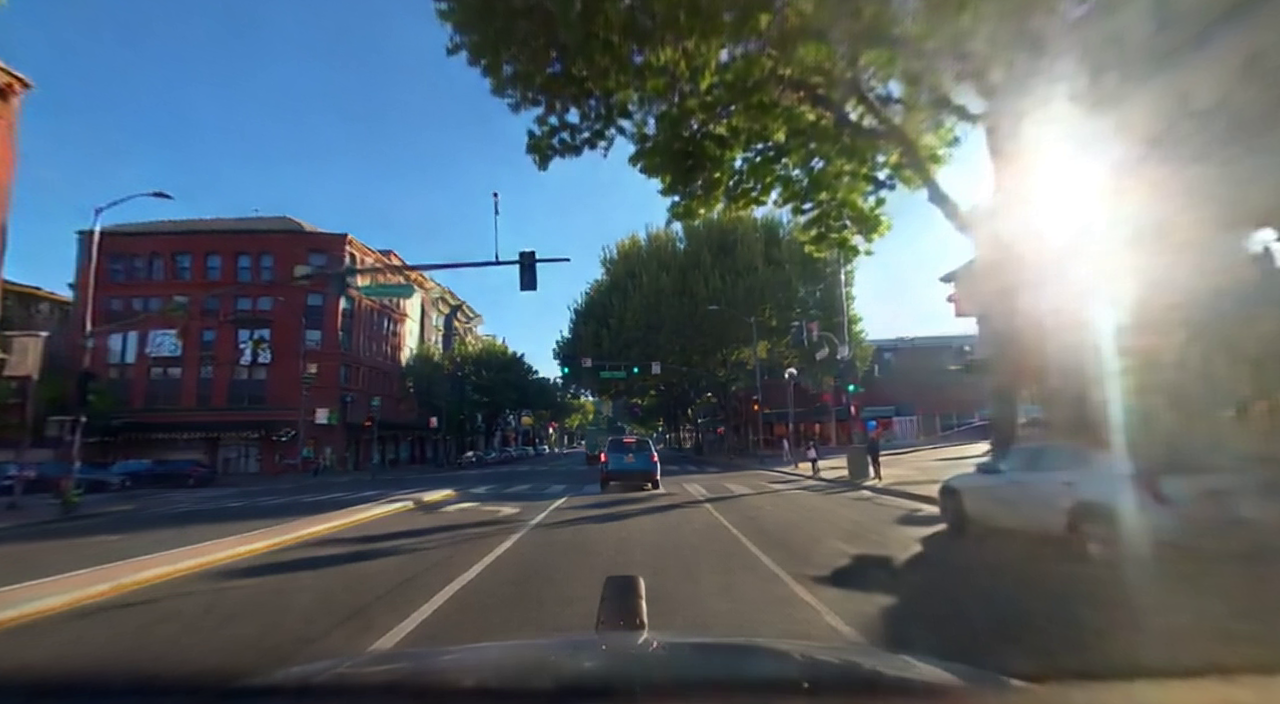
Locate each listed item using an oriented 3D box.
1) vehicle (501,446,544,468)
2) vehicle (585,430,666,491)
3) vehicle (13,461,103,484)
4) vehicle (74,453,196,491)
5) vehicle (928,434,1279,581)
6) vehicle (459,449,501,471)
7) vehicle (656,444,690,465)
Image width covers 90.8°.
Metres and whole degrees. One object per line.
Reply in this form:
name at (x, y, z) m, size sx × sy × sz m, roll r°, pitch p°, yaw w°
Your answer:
vehicle at (-8.471, 7.613, 45.919) m, size 2.152 × 1.468 × 4.737 m, roll 0°, pitch -8°, yaw 0°
vehicle at (-0.465, 3.552, 21.033) m, size 2.382 × 1.796 × 4.610 m, roll 0°, pitch -8°, yaw -1°
vehicle at (-43.078, 8.926, 46.802) m, size 4.641 × 1.566 × 1.883 m, roll 0°, pitch -8°, yaw -3°
vehicle at (-25.142, 5.958, 31.546) m, size 4.427 × 1.757 × 2.125 m, roll -1°, pitch -9°, yaw 7°
vehicle at (6.049, 1.944, 8.796) m, size 1.986 × 1.515 × 4.265 m, roll 0°, pitch -8°, yaw -1°
vehicle at (-11.931, 8.049, 47.321) m, size 1.972 × 1.475 × 4.381 m, roll 0°, pitch -8°, yaw 0°
vehicle at (2.459, 7.676, 47.635) m, size 2.209 × 1.478 × 4.138 m, roll 0°, pitch -8°, yaw -2°
